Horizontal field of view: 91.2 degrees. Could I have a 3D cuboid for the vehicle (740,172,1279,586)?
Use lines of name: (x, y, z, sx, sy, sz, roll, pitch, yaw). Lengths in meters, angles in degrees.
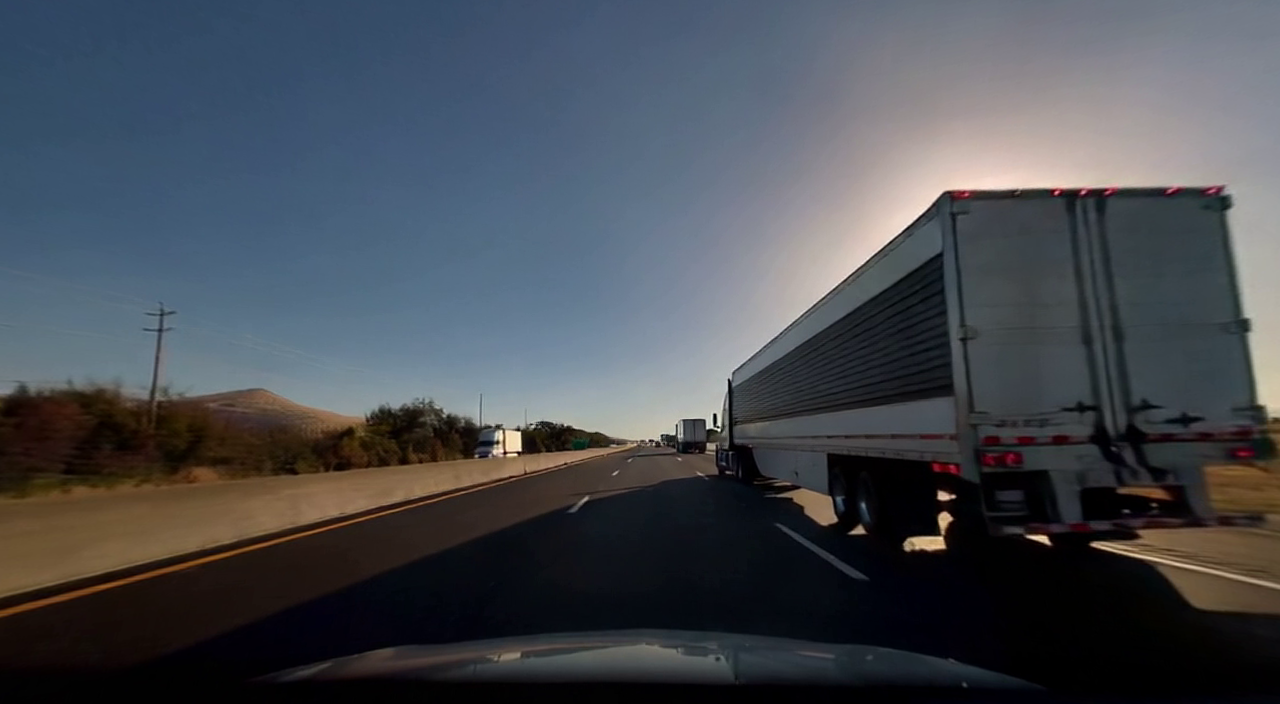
vehicle: (4.879, 1.240, 13.181, 3.485, 3.975, 14.489, 0, -8, 1)
